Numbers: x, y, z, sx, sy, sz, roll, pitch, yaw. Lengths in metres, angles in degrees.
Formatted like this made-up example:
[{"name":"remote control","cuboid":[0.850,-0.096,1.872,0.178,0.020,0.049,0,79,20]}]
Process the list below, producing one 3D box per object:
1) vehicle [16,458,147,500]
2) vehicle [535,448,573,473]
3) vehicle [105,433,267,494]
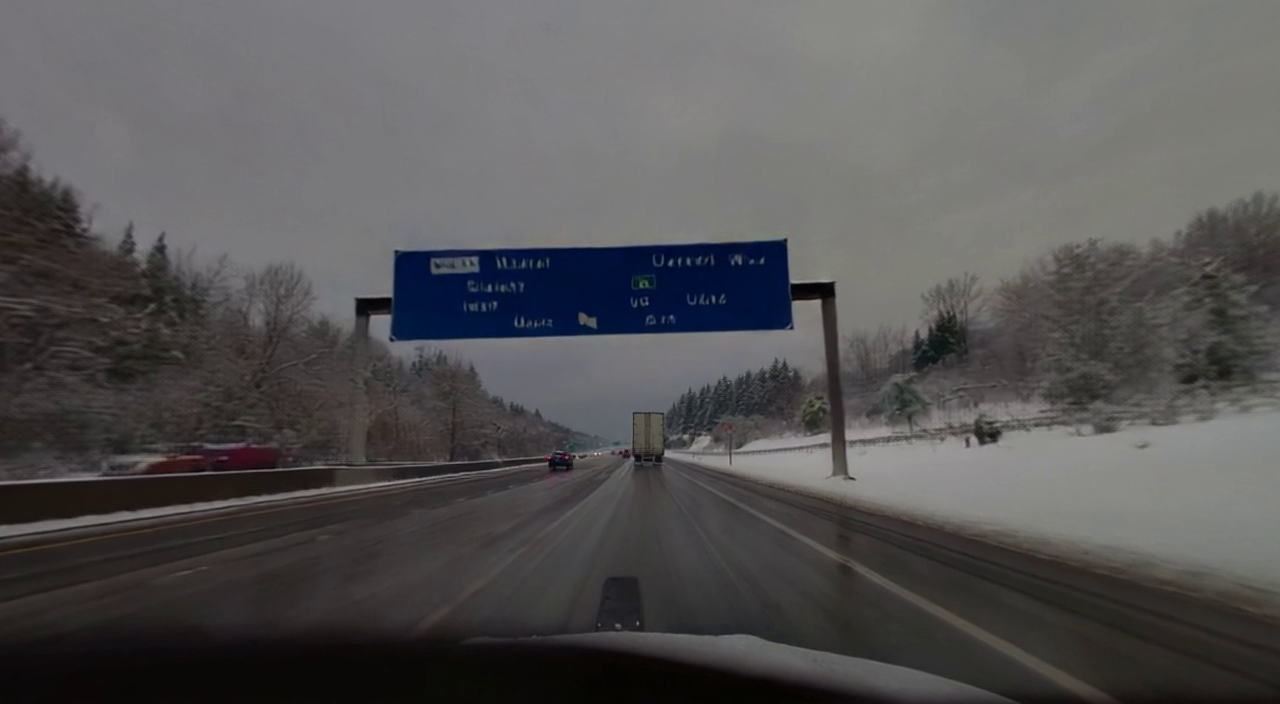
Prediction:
[{"name":"vehicle","cuboid":[-20.463,4.635,23.310,1.540,1.366,3.516,0,-9,1]},{"name":"vehicle","cuboid":[-6.386,8.093,47.361,2.119,1.754,4.404,0,-9,1]},{"name":"vehicle","cuboid":[-20.609,5.118,29.241,2.562,2.458,6.575,0,-9,0]}]
